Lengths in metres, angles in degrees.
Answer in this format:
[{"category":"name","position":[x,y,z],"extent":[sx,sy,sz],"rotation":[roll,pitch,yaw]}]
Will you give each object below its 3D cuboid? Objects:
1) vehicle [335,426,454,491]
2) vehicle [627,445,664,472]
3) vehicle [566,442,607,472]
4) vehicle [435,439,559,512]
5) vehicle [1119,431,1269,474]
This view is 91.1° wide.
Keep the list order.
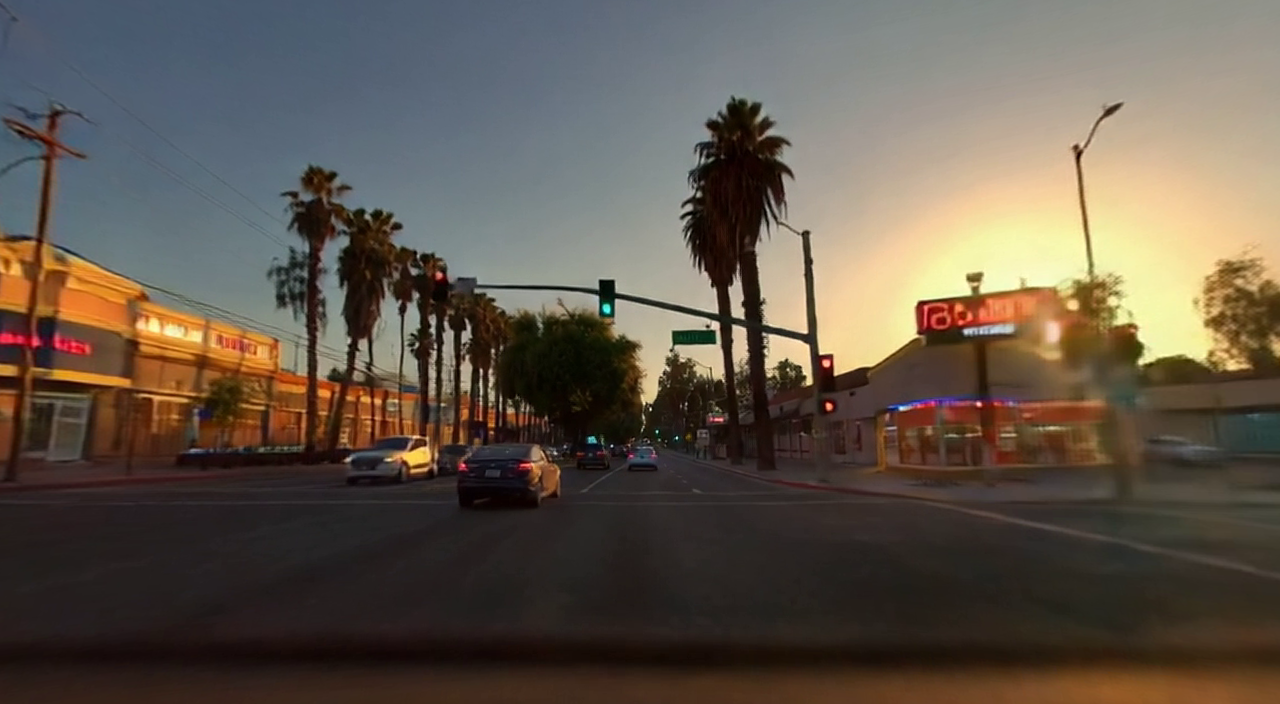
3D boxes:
[{"category":"vehicle","position":[-8.267,3.630,21.743],"extent":[2.058,1.929,5.123],"rotation":[-1,-8,0]},{"category":"vehicle","position":[0.312,6.381,37.958],"extent":[2.094,1.496,4.070],"rotation":[0,-8,0]},{"category":"vehicle","position":[-3.012,6.020,36.338],"extent":[1.979,1.634,3.957],"rotation":[0,-8,1]},{"category":"vehicle","position":[-3.292,2.908,15.427],"extent":[1.904,1.513,4.410],"rotation":[0,-8,2]},{"category":"vehicle","position":[22.853,4.148,26.027],"extent":[4.415,1.622,1.955],"rotation":[-8,-12,44]}]
